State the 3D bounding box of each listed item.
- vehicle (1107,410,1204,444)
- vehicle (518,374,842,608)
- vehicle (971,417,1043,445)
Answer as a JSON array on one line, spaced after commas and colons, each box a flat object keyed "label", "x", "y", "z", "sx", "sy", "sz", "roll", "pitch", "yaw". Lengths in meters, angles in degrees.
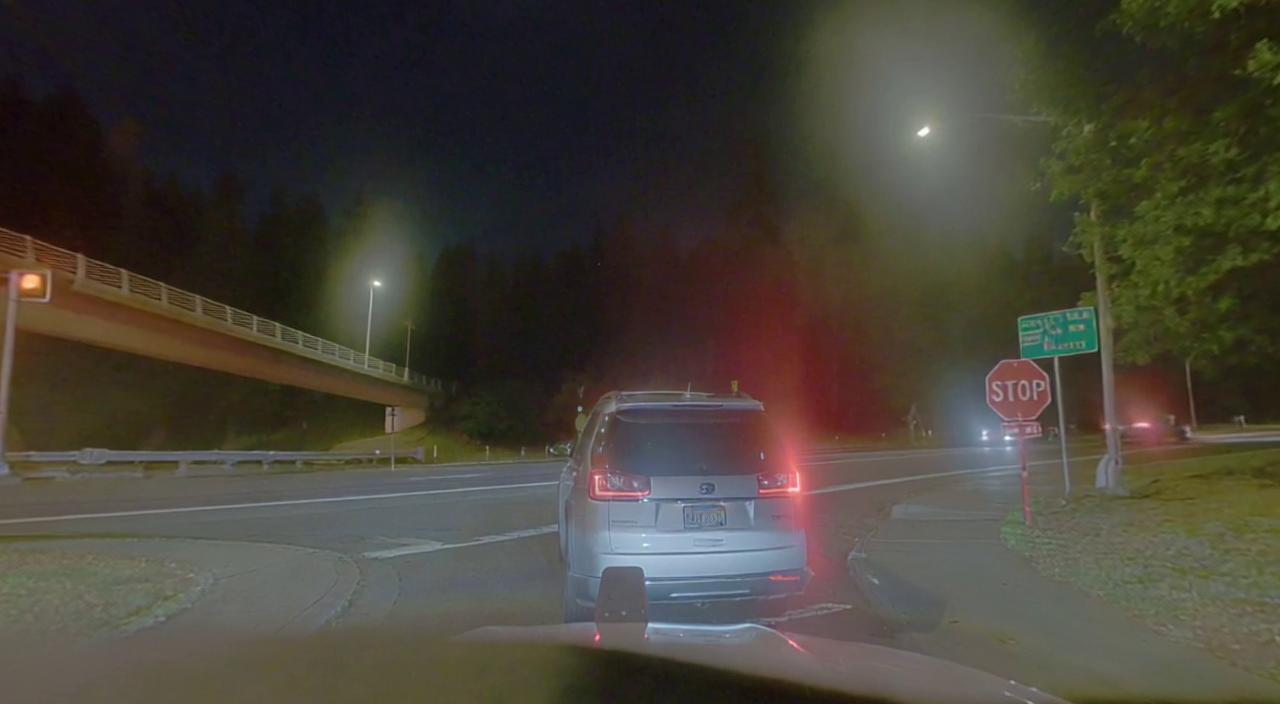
[{"label": "vehicle", "x": 28.775, "y": 4.248, "z": 35.158, "sx": 5.166, "sy": 1.791, "sz": 2.131, "roll": 4, "pitch": -10, "yaw": -27}, {"label": "vehicle", "x": 0.305, "y": 1.401, "z": 7.129, "sx": 2.494, "sy": 1.804, "sz": 4.336, "roll": 0, "pitch": -9, "yaw": 0}, {"label": "vehicle", "x": 24.223, "y": 5.223, "z": 41.621, "sx": 4.557, "sy": 1.712, "sz": 1.913, "roll": 3, "pitch": -8, "yaw": -29}]
